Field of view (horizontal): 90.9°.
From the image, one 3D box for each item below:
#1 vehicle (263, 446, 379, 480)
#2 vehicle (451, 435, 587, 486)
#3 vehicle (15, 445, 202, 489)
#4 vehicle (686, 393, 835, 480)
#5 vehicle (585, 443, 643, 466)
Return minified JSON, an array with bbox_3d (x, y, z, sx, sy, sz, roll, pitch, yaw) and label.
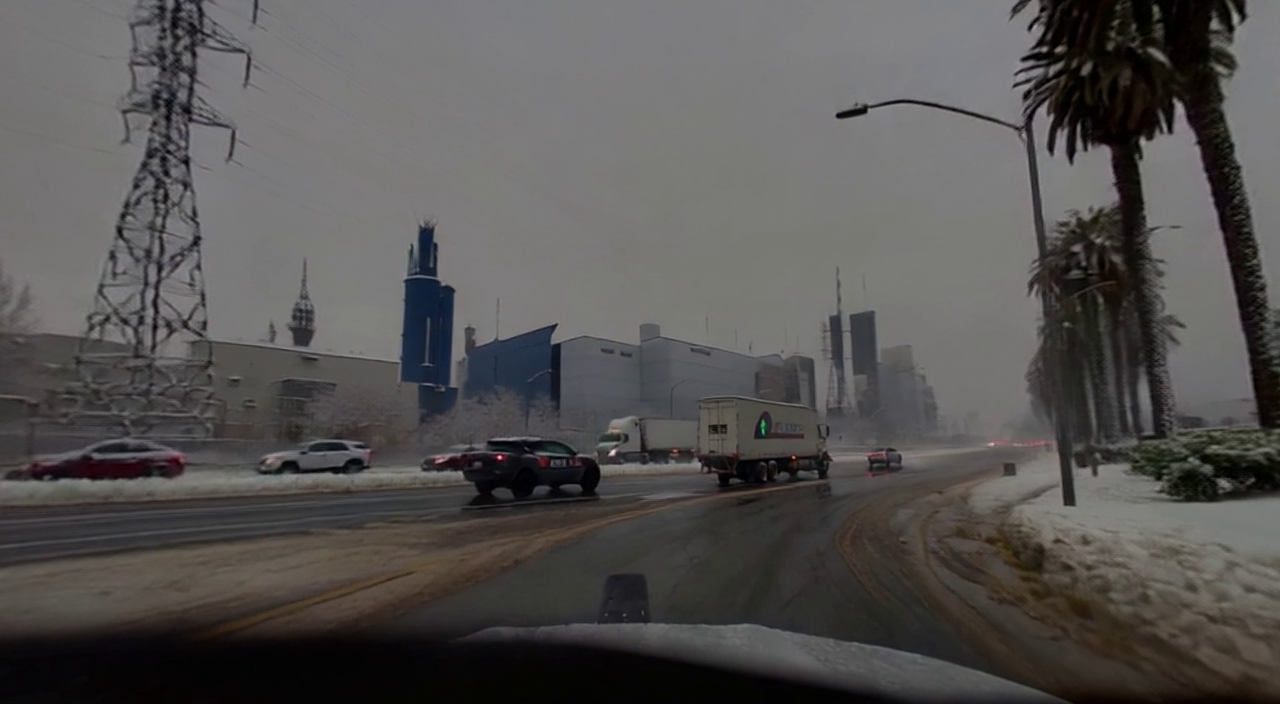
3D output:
[{"bbox_3d":[-14.799,5.112,29.483,1.792,1.451,4.419,-7,-11,36],"label":"vehicle"},{"bbox_3d":[-5.097,4.670,27.597,2.266,1.950,5.866,-6,-11,36],"label":"vehicle"},{"bbox_3d":[-19.321,4.145,23.177,1.738,1.403,4.855,-6,-11,35],"label":"vehicle"},{"bbox_3d":[6.932,4.642,34.070,2.903,3.933,11.567,-7,-11,37],"label":"vehicle"},{"bbox_3d":[-1.871,7.633,46.737,1.833,1.578,4.412,-7,-13,37],"label":"vehicle"}]
